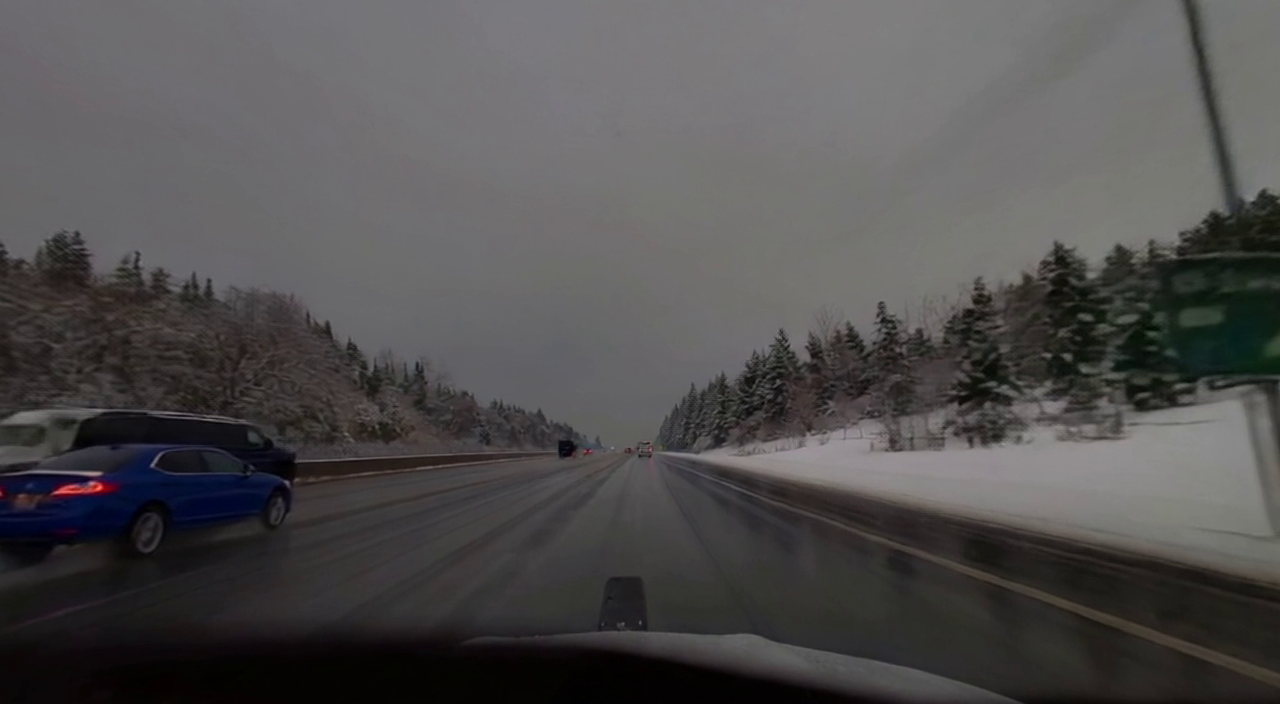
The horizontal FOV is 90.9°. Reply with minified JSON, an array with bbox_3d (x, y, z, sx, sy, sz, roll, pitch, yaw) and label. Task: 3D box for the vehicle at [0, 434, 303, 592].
[{"bbox_3d":[-6.812,1.888,8.415,1.981,1.486,4.735,0,-8,0],"label":"vehicle"}]
